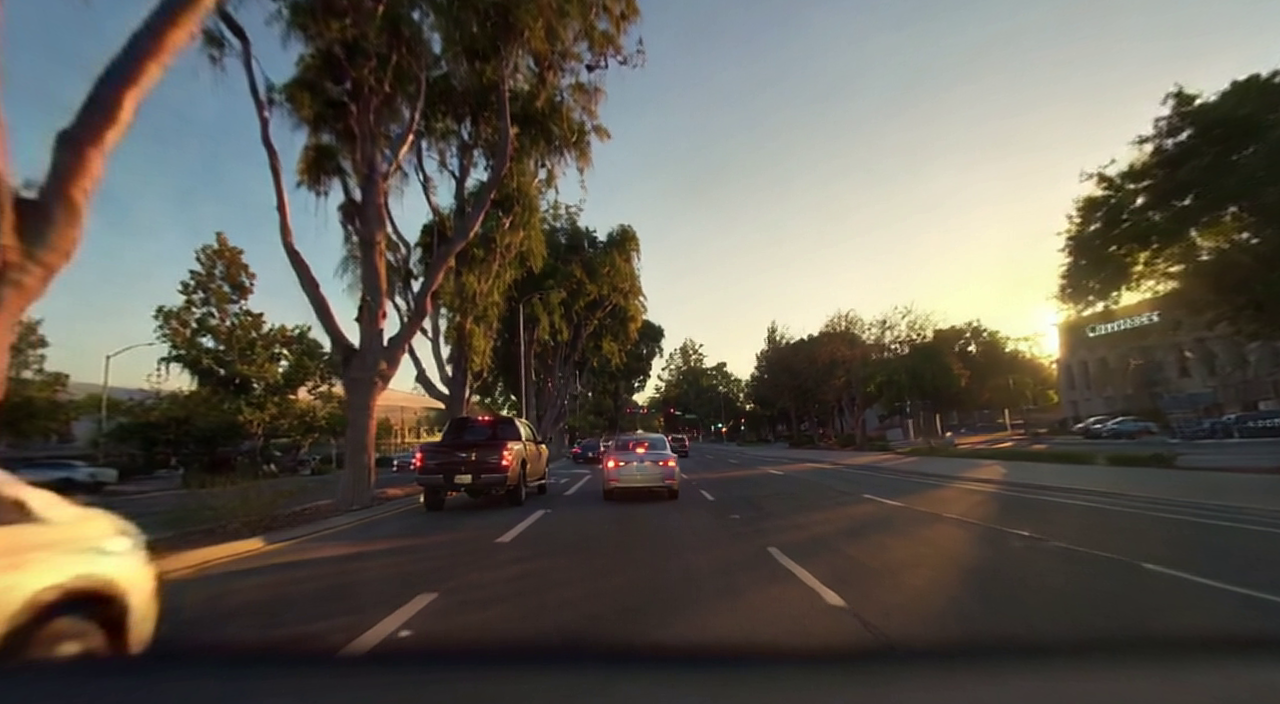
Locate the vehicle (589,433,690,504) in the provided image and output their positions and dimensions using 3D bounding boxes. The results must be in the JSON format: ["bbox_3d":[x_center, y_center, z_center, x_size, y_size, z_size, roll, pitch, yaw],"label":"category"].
[{"bbox_3d":[-0.072,2.758,15.374,2.126,1.475,3.967,0,-8,-2],"label":"vehicle"}]

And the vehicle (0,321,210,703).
[{"bbox_3d":[-3.329,0.618,1.223,2.046,1.751,4.208,0,-8,-1],"label":"vehicle"}]

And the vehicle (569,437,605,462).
[{"bbox_3d":[-3.601,6.747,43.799,2.147,1.590,4.209,0,-8,0],"label":"vehicle"}]

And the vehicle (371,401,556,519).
[{"bbox_3d":[-3.366,2.241,13.571,2.301,1.985,5.531,0,-8,1],"label":"vehicle"}]
